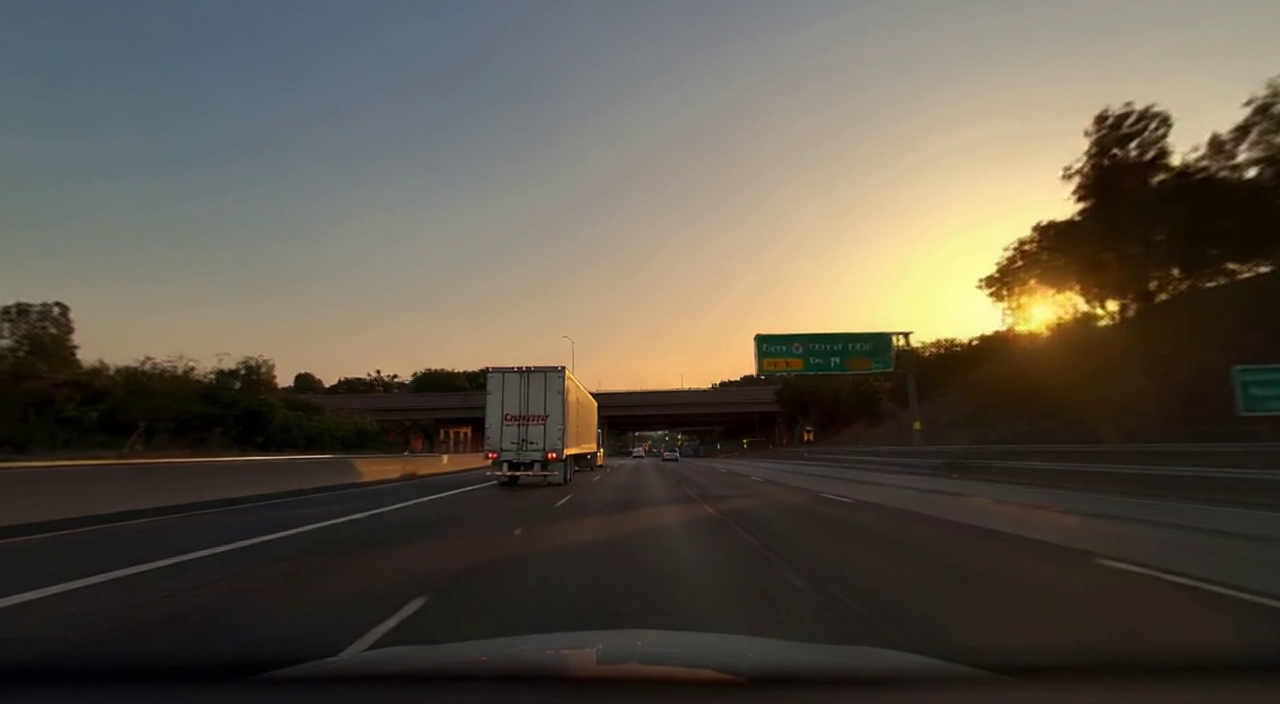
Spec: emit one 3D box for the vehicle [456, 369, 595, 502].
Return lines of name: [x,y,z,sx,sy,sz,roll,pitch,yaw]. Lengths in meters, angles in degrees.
vehicle: [-3.274,2.799,20.653,2.922,3.458,8.360,0,-9,0]
